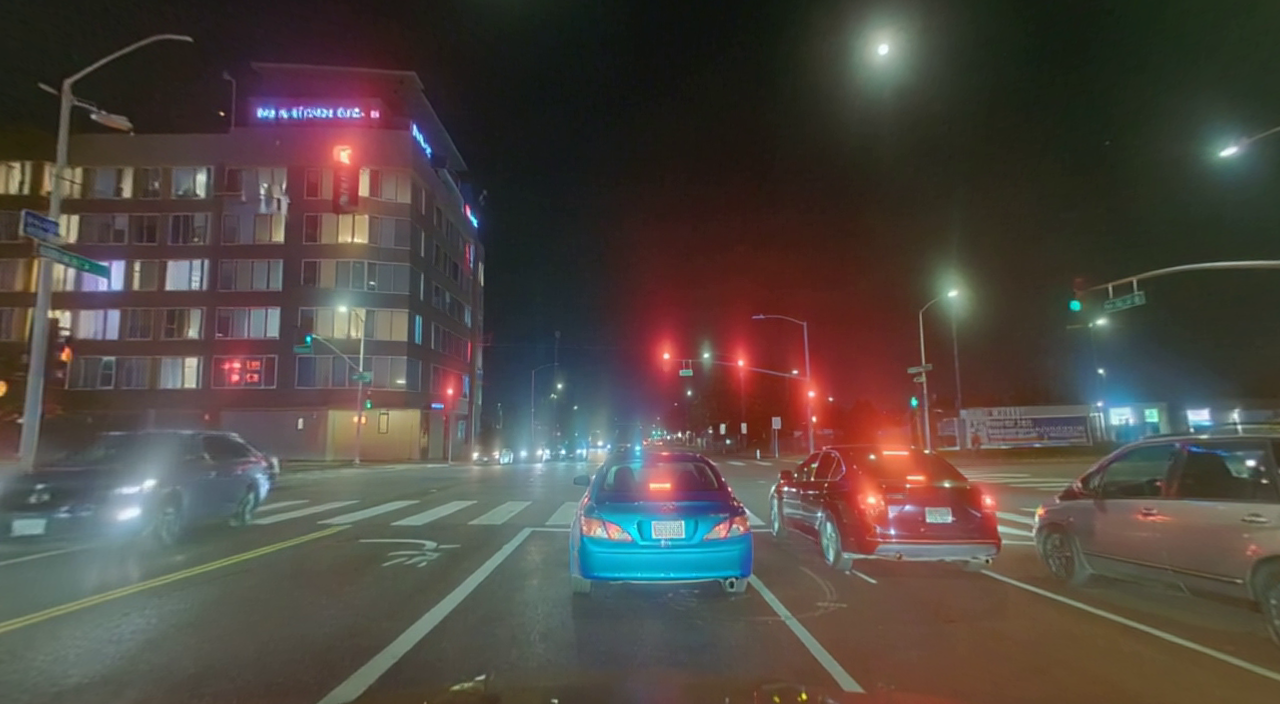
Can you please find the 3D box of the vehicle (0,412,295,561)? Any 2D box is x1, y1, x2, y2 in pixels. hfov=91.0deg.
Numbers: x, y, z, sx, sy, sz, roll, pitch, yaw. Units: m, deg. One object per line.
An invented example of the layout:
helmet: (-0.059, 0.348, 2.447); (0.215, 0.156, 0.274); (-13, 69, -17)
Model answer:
vehicle: (-8.529, 2.156, 11.076); (2.338, 1.889, 5.998); (1, -8, -9)

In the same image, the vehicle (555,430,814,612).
vehicle: (0.282, 1.693, 7.283); (2.132, 1.464, 4.089); (0, -8, -3)

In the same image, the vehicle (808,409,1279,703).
vehicle: (2.811, 1.289, 4.570); (1.961, 1.498, 4.356); (0, -8, 0)

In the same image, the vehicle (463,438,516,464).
vehicle: (-9.733, 6.428, 41.022); (2.030, 1.596, 3.912); (-1, -9, 8)
